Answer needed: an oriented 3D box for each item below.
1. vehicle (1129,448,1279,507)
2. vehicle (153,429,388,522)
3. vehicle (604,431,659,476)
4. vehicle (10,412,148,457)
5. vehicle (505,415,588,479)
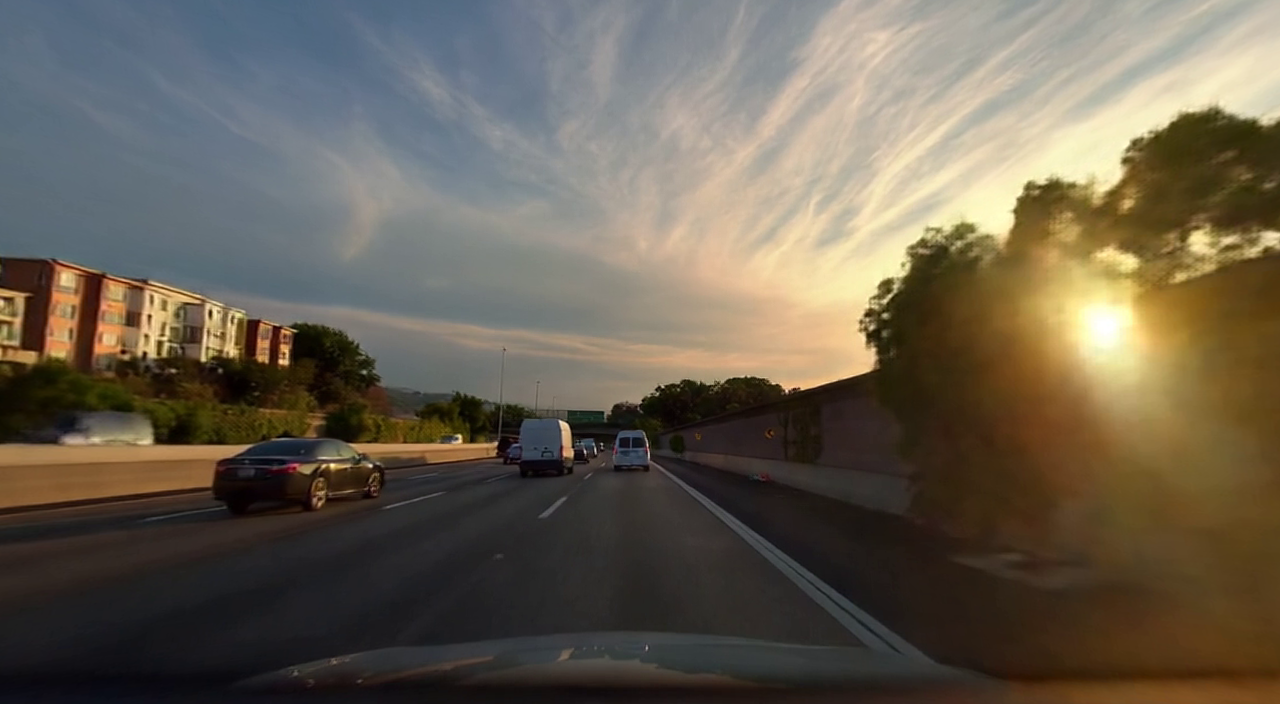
[{"bbox_3d":[21.233,4.507,23.238,2.083,1.873,5.209,0,-9,-1],"label":"vehicle"},{"bbox_3d":[-6.972,2.375,12.643,1.959,1.493,4.575,0,-9,0],"label":"vehicle"},{"bbox_3d":[-0.338,4.388,27.365,2.207,1.807,4.199,0,-9,0],"label":"vehicle"},{"bbox_3d":[-22.903,3.445,25.977,1.887,1.675,4.333,1,-9,-4],"label":"vehicle"},{"bbox_3d":[-3.654,3.908,25.925,2.504,2.276,5.933,0,-9,0],"label":"vehicle"}]
